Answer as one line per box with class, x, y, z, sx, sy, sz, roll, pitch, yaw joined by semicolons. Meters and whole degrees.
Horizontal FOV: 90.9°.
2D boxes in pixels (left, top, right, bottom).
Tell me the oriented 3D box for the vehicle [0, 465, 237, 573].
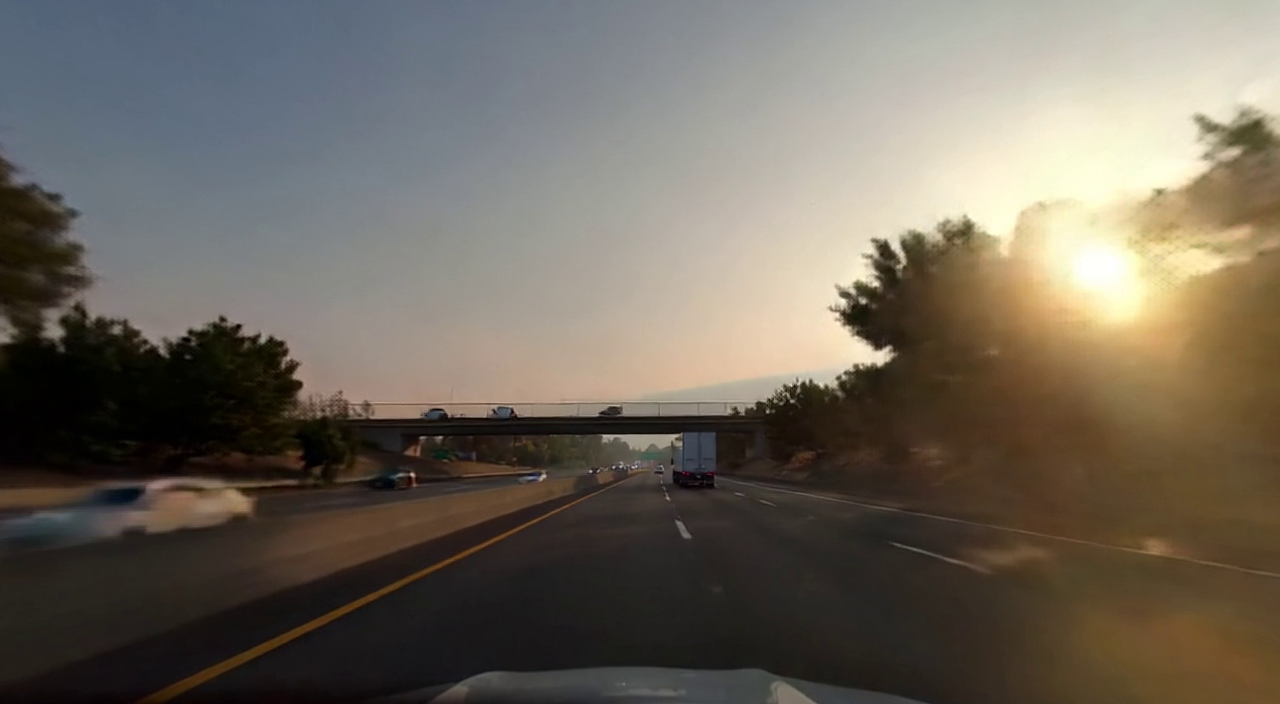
vehicle;-9.713;2.835;11.365;2.046;1.536;4.145;1;-10;1
